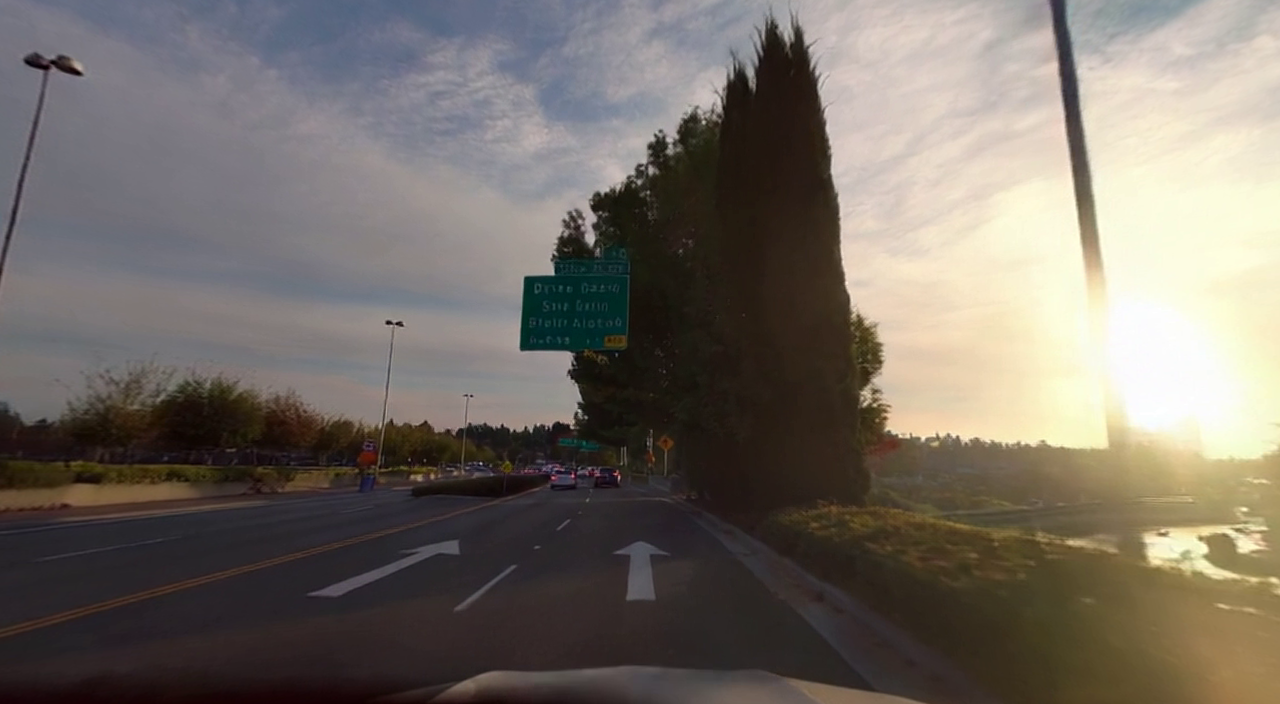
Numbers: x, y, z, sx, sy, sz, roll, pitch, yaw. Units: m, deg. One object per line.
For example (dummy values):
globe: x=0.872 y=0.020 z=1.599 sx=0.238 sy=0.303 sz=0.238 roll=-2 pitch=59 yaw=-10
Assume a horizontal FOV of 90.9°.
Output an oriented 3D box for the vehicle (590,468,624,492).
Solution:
vehicle: x=-2.365 y=8.949 z=44.216 sx=2.129 sy=1.471 sz=4.258 roll=2 pitch=-11 yaw=-6
